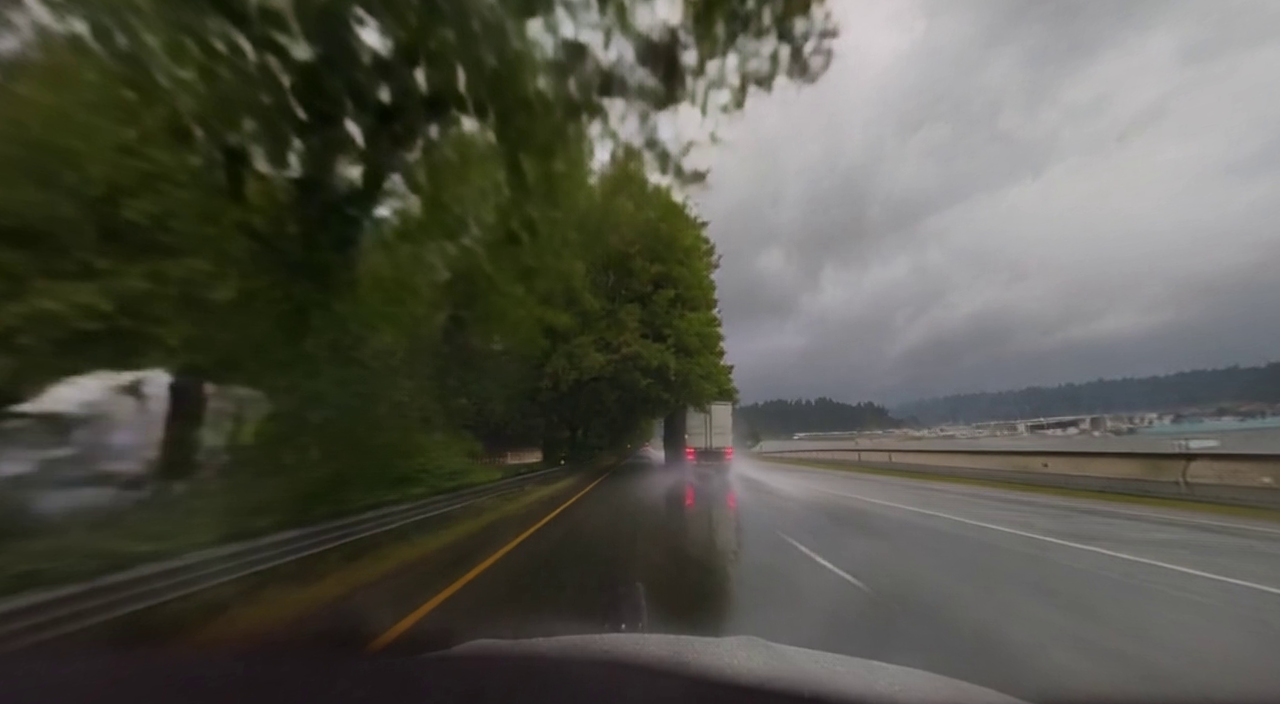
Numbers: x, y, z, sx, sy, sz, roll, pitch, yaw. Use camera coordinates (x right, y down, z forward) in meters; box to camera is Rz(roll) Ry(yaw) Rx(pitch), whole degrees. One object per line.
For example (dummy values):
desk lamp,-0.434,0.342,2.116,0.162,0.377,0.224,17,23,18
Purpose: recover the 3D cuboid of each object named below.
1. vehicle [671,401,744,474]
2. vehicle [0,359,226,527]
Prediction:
vehicle,3.893,5.604,40.337,2.955,3.825,14.115,0,-9,-1
vehicle,-15.421,2.567,17.831,3.090,3.886,6.253,0,-9,-1
